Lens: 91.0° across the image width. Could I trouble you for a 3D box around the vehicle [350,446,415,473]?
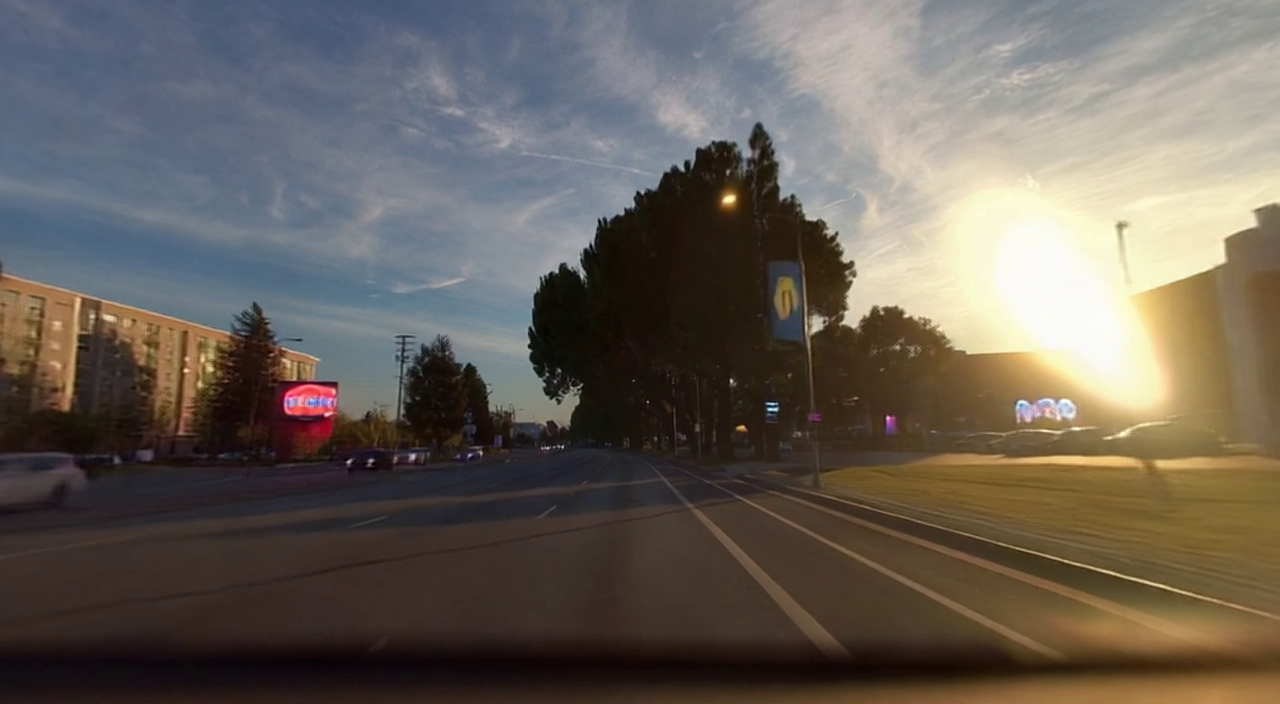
[{"bbox_3d":[-14.650,6.123,36.107,1.907,1.469,4.441,0,-9,0],"label":"vehicle"}]
